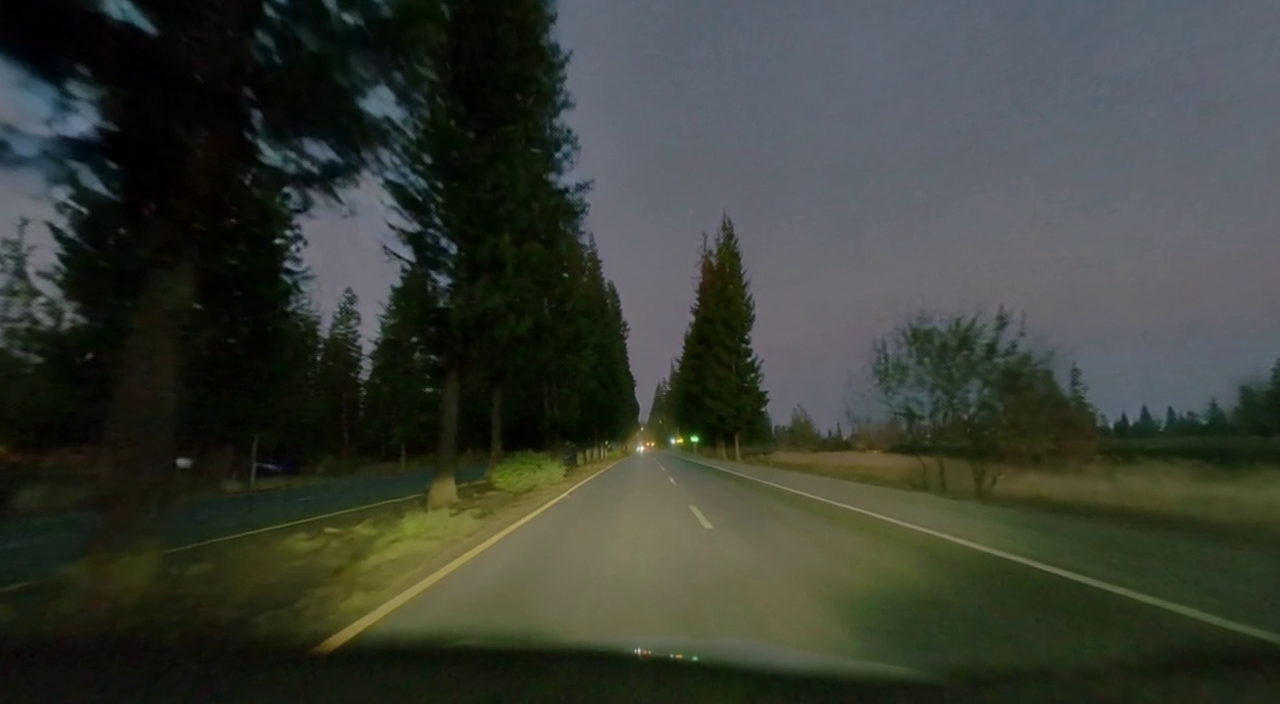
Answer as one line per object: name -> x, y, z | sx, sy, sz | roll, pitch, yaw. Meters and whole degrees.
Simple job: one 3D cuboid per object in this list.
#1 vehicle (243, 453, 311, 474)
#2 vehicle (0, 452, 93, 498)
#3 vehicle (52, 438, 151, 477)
vehicle -> -28.688, 8.773, 49.952 | 4.342, 1.446, 1.722 | -2, -8, 2
vehicle -> -27.971, 5.568, 28.258 | 4.971, 1.743, 2.107 | -4, -6, -4
vehicle -> -41.549, 8.116, 48.837 | 5.637, 2.663, 2.208 | -2, -6, -2
